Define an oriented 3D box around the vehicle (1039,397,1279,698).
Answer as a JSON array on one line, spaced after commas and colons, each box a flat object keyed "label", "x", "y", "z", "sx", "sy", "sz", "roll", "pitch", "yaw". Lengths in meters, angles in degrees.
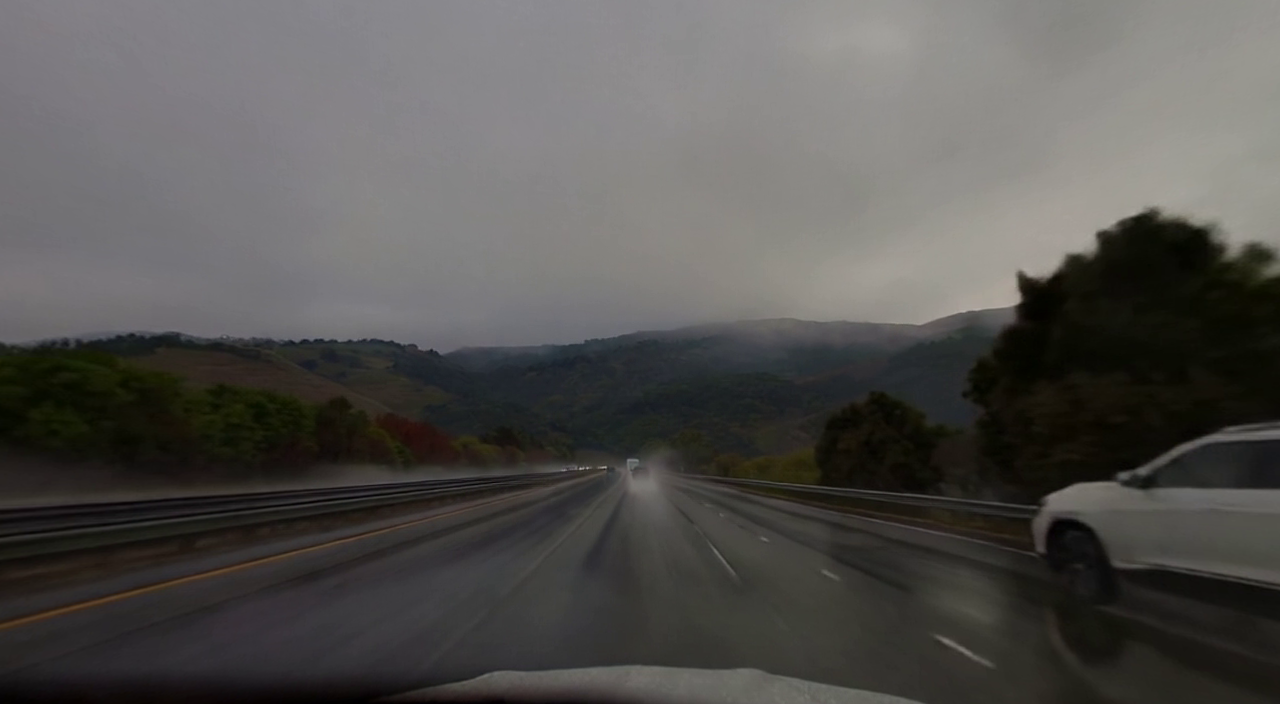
[{"label": "vehicle", "x": 4.888, "y": 1.144, "z": 3.577, "sx": 2.089, "sy": 1.770, "sz": 4.571, "roll": 1, "pitch": -11, "yaw": -2}]
